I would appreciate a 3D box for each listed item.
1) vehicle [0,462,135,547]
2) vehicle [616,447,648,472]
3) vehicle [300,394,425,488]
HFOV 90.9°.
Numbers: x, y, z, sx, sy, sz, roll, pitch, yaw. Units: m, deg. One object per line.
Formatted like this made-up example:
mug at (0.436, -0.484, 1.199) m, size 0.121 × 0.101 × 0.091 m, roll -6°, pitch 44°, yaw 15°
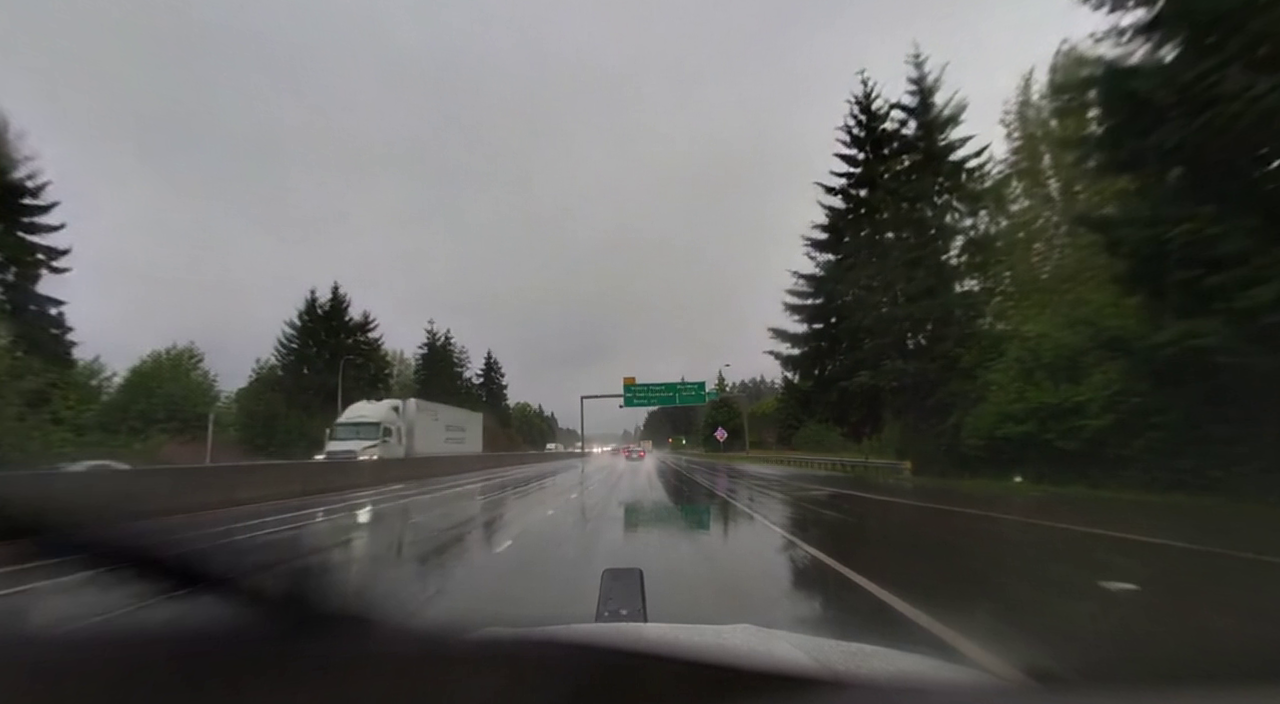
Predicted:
vehicle at (-12.432, 2.815, 11.600) m, size 2.077 × 1.435 × 5.032 m, roll 0°, pitch -9°, yaw 1°
vehicle at (-0.455, 6.614, 39.036) m, size 1.860 × 1.473 × 3.689 m, roll 0°, pitch -9°, yaw 1°
vehicle at (-12.592, 4.143, 29.242) m, size 2.969 × 3.863 × 5.830 m, roll 0°, pitch -9°, yaw 1°
